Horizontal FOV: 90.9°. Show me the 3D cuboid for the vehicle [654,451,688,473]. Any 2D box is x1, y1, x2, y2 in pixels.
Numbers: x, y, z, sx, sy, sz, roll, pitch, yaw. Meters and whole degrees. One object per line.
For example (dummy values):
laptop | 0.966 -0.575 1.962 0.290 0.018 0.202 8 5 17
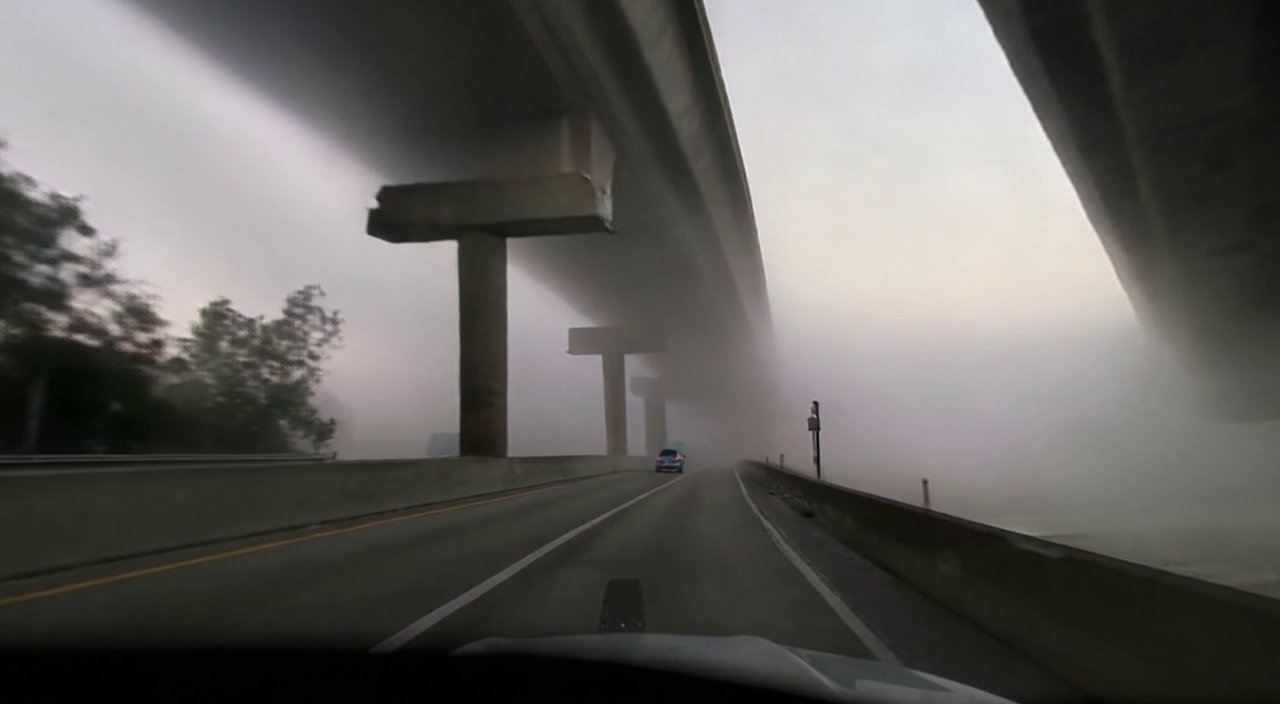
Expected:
vehicle | 2.178 7.511 43.188 1.940 1.444 4.024 -2 -9 9
